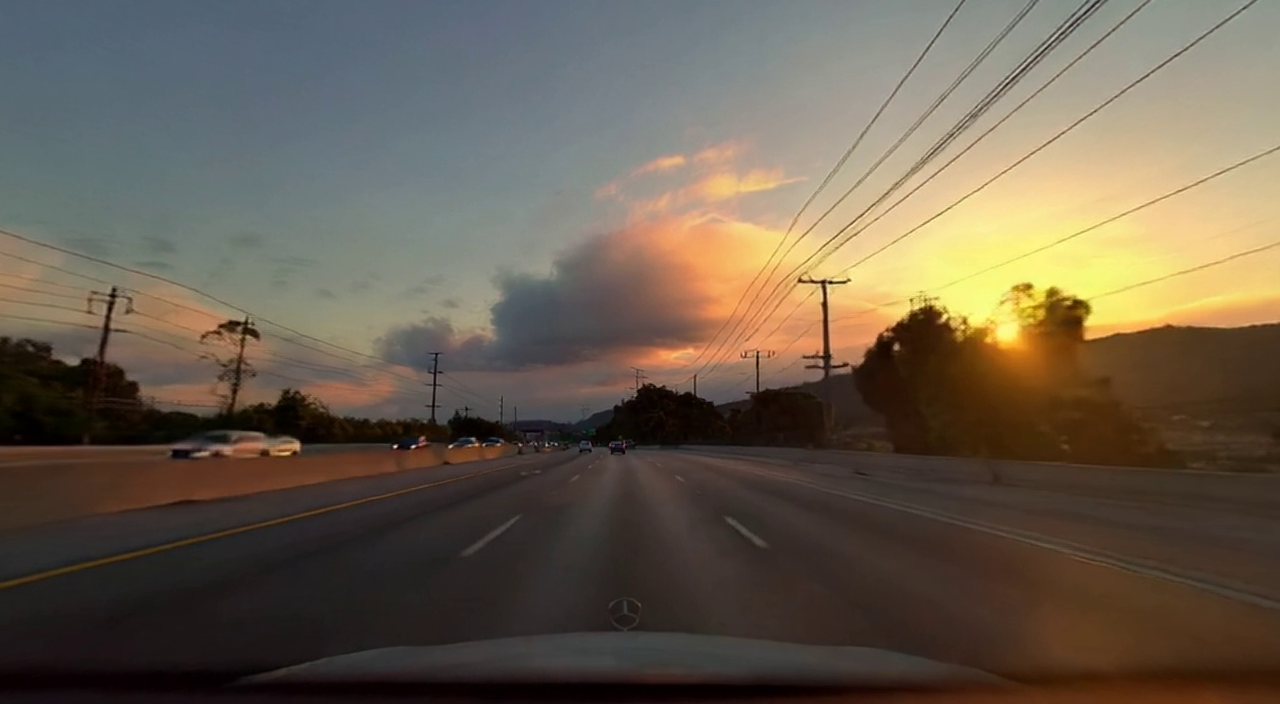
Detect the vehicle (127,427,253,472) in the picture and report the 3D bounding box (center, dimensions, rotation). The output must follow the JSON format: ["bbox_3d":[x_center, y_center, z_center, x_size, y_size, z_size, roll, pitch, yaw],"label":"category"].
[{"bbox_3d":[-18.571,4.054,26.397,1.965,1.682,4.576,0,-8,-2],"label":"vehicle"}]
